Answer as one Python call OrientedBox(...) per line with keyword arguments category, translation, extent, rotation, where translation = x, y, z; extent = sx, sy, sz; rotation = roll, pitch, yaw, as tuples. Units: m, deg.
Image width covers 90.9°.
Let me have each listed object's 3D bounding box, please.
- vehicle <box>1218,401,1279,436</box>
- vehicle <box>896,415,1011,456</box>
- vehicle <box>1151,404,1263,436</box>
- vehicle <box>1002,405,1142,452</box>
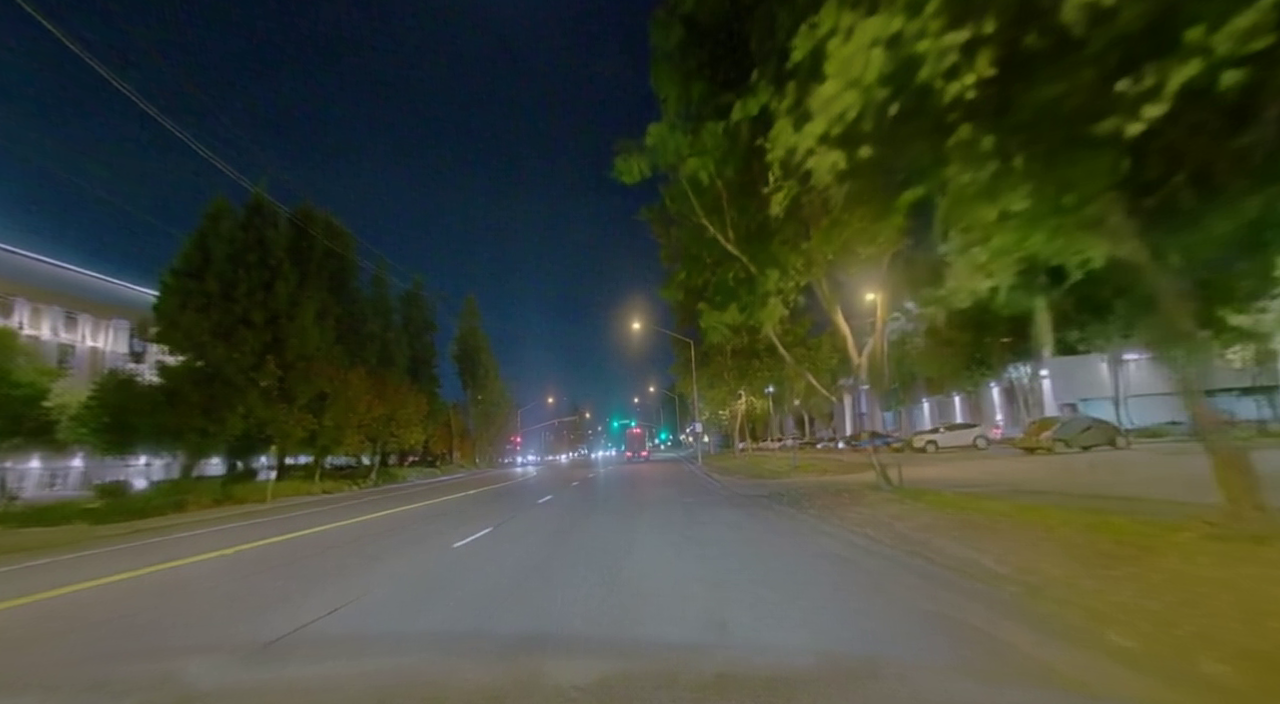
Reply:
OrientedBox(category="vehicle", translation=(30.049, 3.071, 29.733), extent=(4.128, 1.472, 1.897), rotation=(-1, -9, -14))
OrientedBox(category="vehicle", translation=(16.688, 4.469, 33.730), extent=(5.051, 2.038, 2.142), rotation=(0, -9, -9))
OrientedBox(category="vehicle", translation=(29.131, 3.507, 32.402), extent=(4.332, 1.530, 2.019), rotation=(1, -9, -13))
OrientedBox(category="vehicle", translation=(17.605, 3.156, 25.736), extent=(4.653, 1.782, 2.042), rotation=(2, -9, -16))
